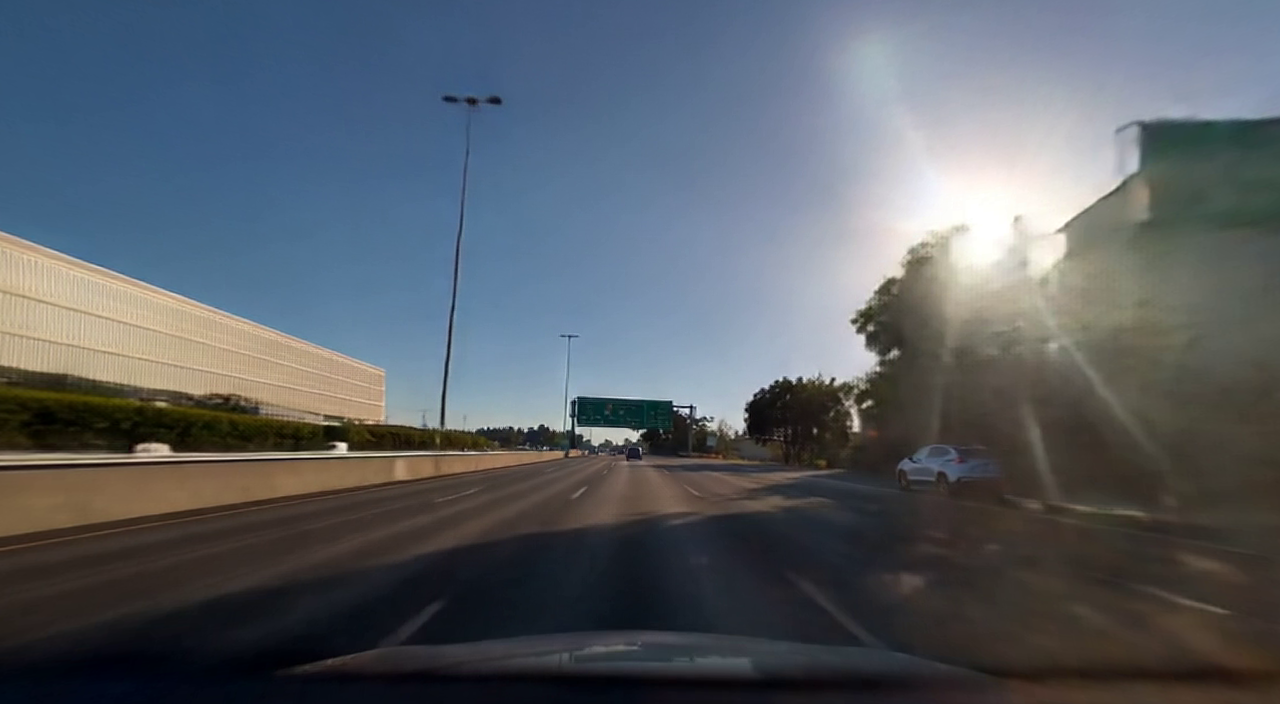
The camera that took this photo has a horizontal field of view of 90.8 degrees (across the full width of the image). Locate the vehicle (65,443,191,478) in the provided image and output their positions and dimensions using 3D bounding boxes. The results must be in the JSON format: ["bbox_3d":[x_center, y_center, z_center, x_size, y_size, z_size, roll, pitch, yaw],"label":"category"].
[{"bbox_3d":[-23.895,5.081,29.750,1.966,1.494,4.762,0,-9,-1],"label":"vehicle"}]

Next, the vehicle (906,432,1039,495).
[{"bbox_3d":[13.588,4.574,26.347,2.411,2.326,5.300,0,-9,-3],"label":"vehicle"}]
